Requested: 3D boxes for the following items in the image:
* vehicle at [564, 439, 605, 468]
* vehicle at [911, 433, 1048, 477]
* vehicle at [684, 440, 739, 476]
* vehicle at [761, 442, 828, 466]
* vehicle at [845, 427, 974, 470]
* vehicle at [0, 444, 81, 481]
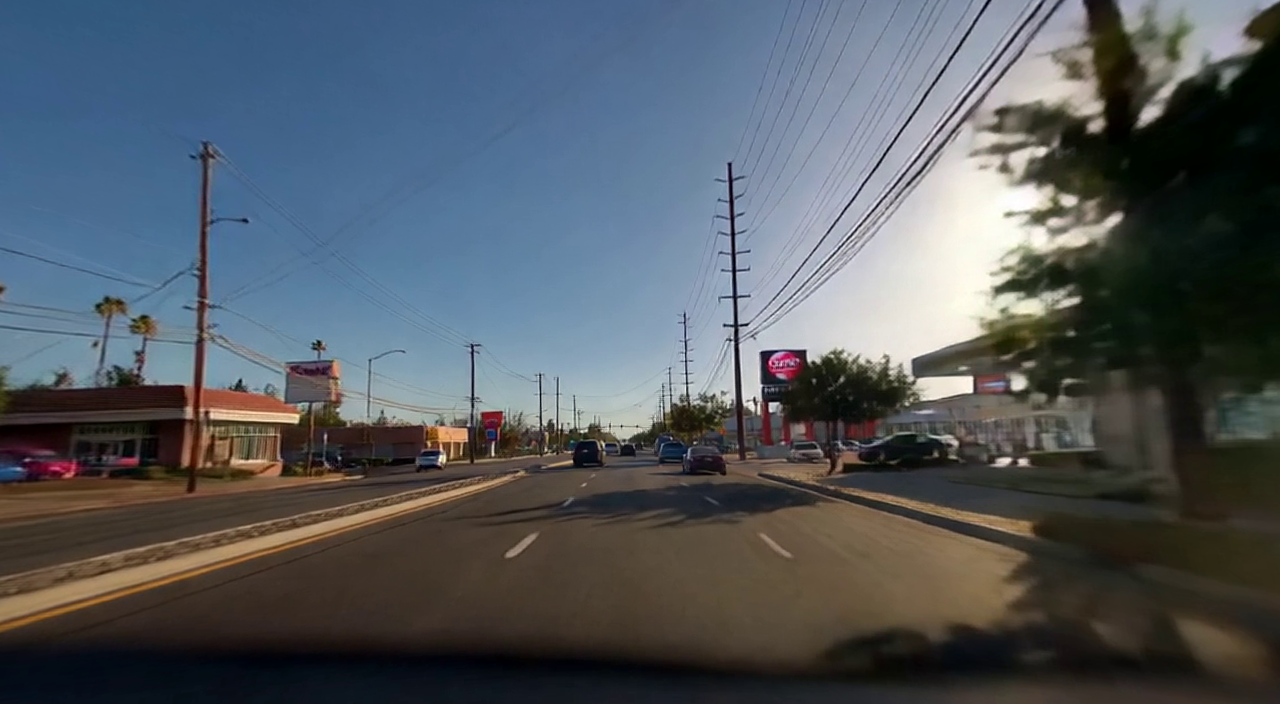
[{"bbox_3d":[-3.331,6.200,38.576,2.047,1.664,4.148,0,-9,0],"label":"vehicle"},{"bbox_3d":[12.919,3.913,24.105,4.126,1.523,2.063,1,-9,-11],"label":"vehicle"},{"bbox_3d":[3.338,5.028,30.134,1.978,1.455,4.195,3,-9,-1],"label":"vehicle"},{"bbox_3d":[10.936,7.232,44.814,4.144,1.540,1.913,-1,-7,-7],"label":"vehicle"},{"bbox_3d":[12.148,4.381,28.644,4.832,1.813,2.170,0,-9,-5],"label":"vehicle"},{"bbox_3d":[-31.307,5.585,31.981,1.859,1.704,4.366,-1,-9,-1],"label":"vehicle"}]
